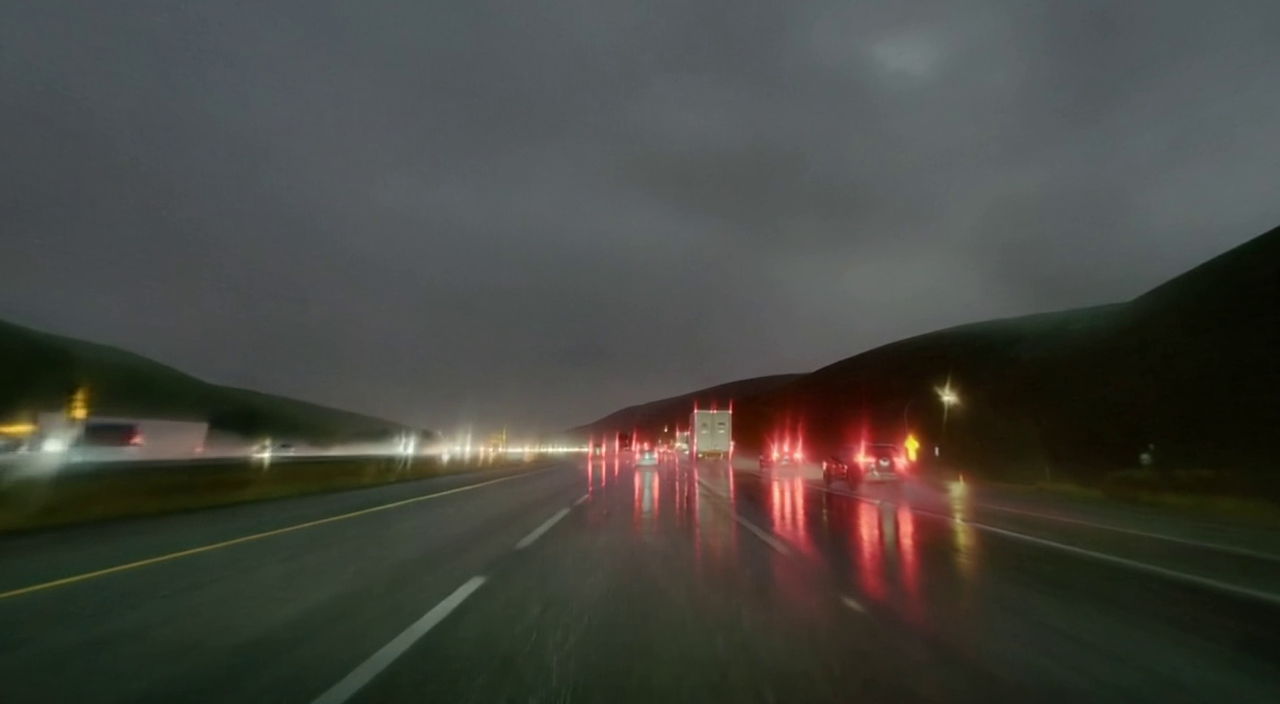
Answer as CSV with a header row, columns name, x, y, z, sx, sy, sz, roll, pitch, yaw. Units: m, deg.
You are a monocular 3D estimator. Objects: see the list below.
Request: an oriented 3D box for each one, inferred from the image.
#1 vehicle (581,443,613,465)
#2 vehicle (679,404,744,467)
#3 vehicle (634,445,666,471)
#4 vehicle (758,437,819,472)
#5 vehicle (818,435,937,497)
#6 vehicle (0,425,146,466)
name,x,y,z,sx,sy,sz,roll,pitch,yaw
vehicle,-3.186,7.709,47.762,2.132,1.506,4.256,0,-9,0
vehicle,4.450,5.631,41.846,3.130,3.607,11.129,0,-9,1
vehicle,0.578,6.409,38.359,1.866,1.492,3.932,0,-9,0
vehicle,7.947,5.543,34.232,2.143,1.775,4.729,0,-9,0
vehicle,7.188,3.470,19.628,2.044,1.676,4.421,0,-9,1
vehicle,-34.611,5.745,38.570,2.701,2.233,7.001,0,-9,3
